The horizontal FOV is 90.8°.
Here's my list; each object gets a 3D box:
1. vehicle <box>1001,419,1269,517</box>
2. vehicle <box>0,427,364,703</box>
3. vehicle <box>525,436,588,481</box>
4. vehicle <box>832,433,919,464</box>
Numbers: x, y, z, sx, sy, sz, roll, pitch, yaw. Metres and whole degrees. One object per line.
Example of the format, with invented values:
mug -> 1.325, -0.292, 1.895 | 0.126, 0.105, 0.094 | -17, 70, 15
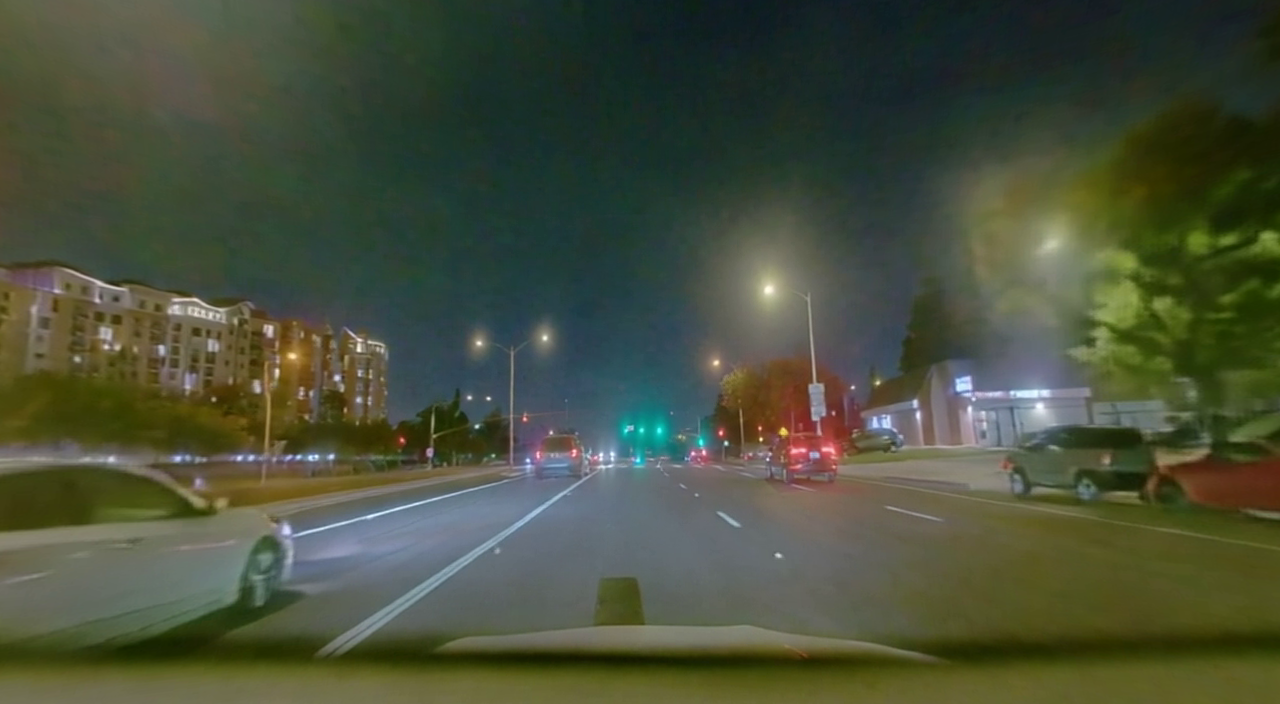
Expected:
vehicle -> 9.859, 2.340, 13.172 | 1.992, 1.664, 4.246 | 0, -9, -3
vehicle -> -3.739, 1.242, 3.877 | 2.144, 1.447, 4.421 | 0, -9, -1
vehicle -> -3.808, 4.974, 29.804 | 2.220, 1.888, 4.904 | -1, -9, 1
vehicle -> 13.757, 5.679, 37.154 | 4.399, 1.722, 2.202 | -2, -9, 9
